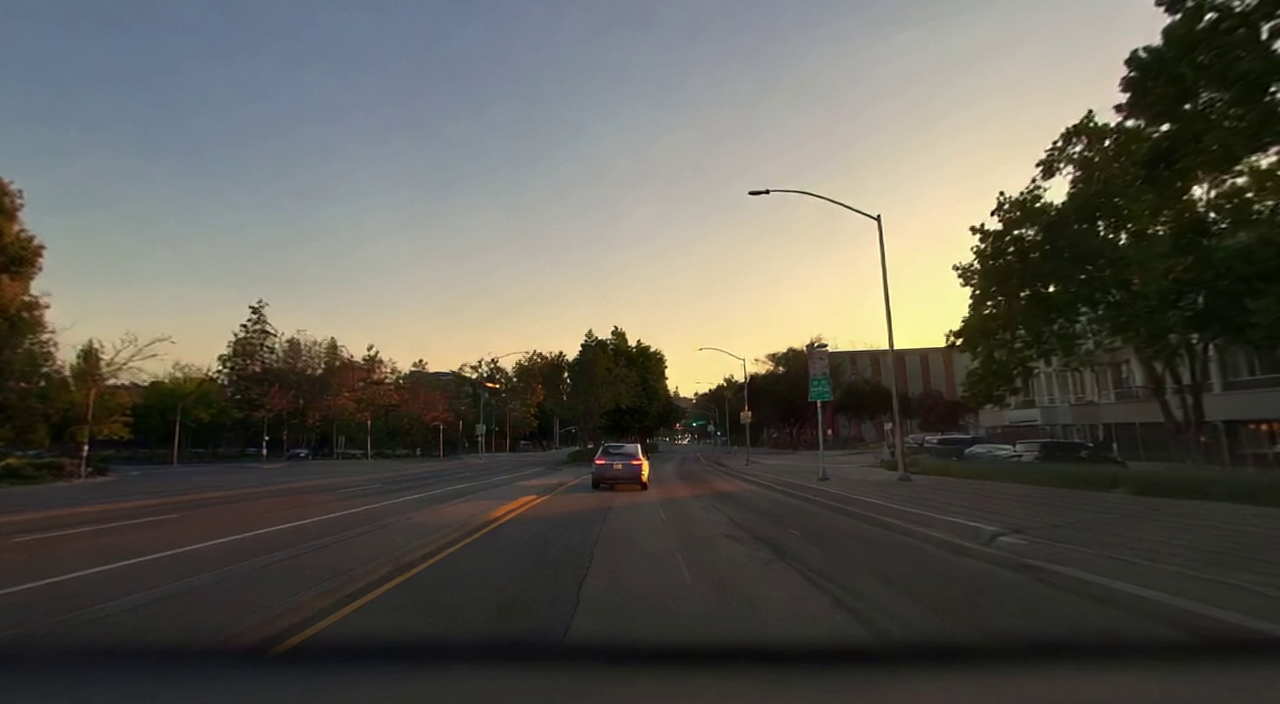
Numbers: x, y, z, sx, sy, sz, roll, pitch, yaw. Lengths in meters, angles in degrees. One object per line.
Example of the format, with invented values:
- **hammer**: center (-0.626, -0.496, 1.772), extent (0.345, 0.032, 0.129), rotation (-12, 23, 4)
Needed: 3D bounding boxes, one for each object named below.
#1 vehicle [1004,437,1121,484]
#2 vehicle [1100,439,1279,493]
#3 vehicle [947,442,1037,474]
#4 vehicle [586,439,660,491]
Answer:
- **vehicle**: center (17.420, 4.434, 26.355), extent (1.942, 1.690, 4.453), rotation (-3, -8, 4)
- **vehicle**: center (17.420, 3.572, 20.180), extent (1.774, 1.480, 4.757), rotation (0, -9, -1)
- **vehicle**: center (17.512, 5.294, 31.738), extent (1.857, 1.441, 4.721), rotation (0, -9, 1)
- **vehicle**: center (-0.450, 3.571, 20.334), extent (2.133, 1.481, 4.276), rotation (0, -9, 1)
